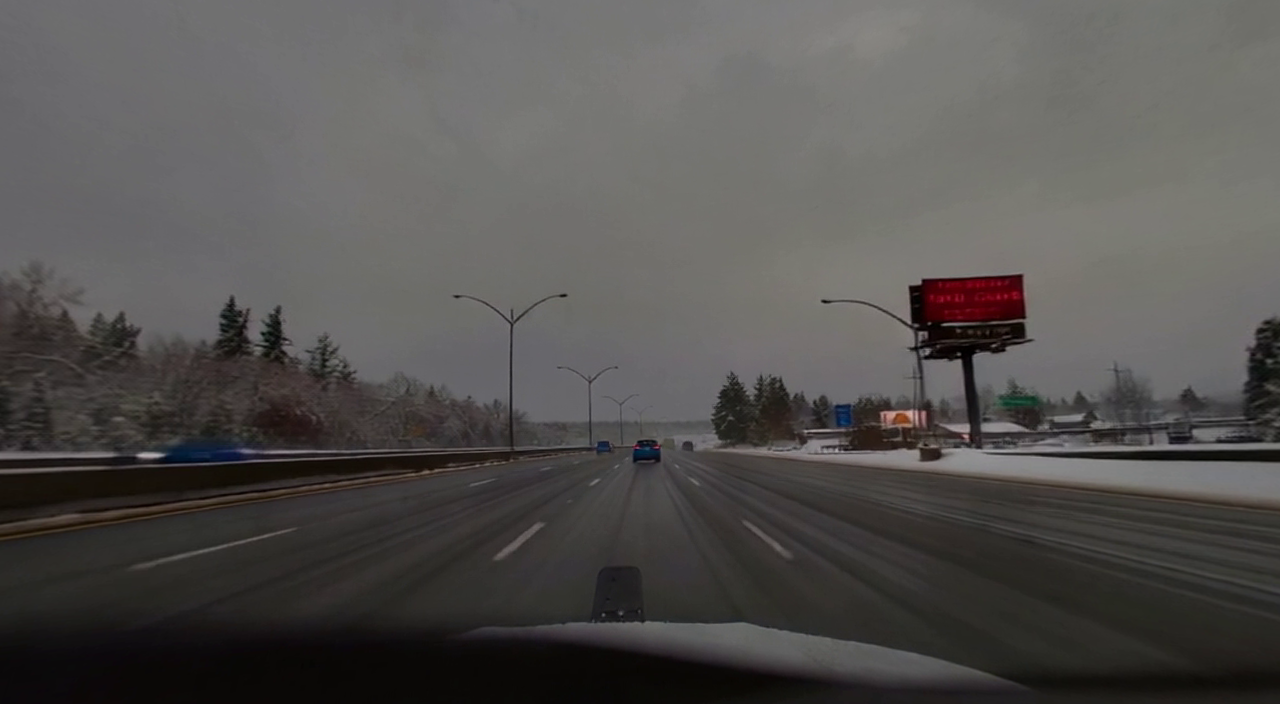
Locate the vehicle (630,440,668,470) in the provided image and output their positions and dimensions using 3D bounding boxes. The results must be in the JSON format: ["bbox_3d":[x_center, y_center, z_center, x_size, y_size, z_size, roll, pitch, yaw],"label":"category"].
[{"bbox_3d":[0.533,5.883,36.209,2.074,1.574,3.971,0,-8,1],"label":"vehicle"}]

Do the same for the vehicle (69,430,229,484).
[{"bbox_3d":[-15.633,3.362,20.429,1.895,1.554,3.965,-1,-8,1],"label":"vehicle"}]

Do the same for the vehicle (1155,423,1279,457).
[{"bbox_3d":[27.794,4.237,30.210,2.072,1.495,4.732,0,-8,-4],"label":"vehicle"}]
